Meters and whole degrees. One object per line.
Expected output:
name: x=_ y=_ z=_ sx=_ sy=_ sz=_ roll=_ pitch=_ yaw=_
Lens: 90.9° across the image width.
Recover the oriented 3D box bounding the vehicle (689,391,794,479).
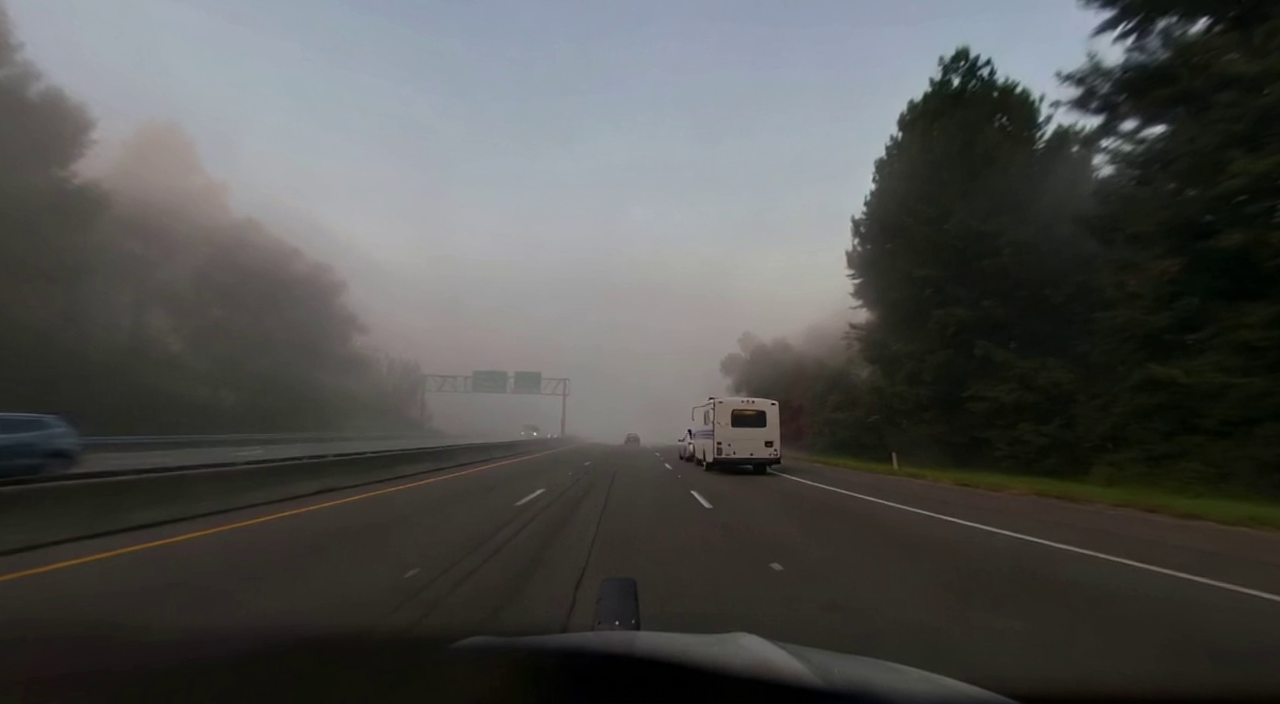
vehicle: x=3.303 y=2.893 z=21.990 sx=2.590 sy=2.680 sz=5.445 roll=0 pitch=-8 yaw=-2
